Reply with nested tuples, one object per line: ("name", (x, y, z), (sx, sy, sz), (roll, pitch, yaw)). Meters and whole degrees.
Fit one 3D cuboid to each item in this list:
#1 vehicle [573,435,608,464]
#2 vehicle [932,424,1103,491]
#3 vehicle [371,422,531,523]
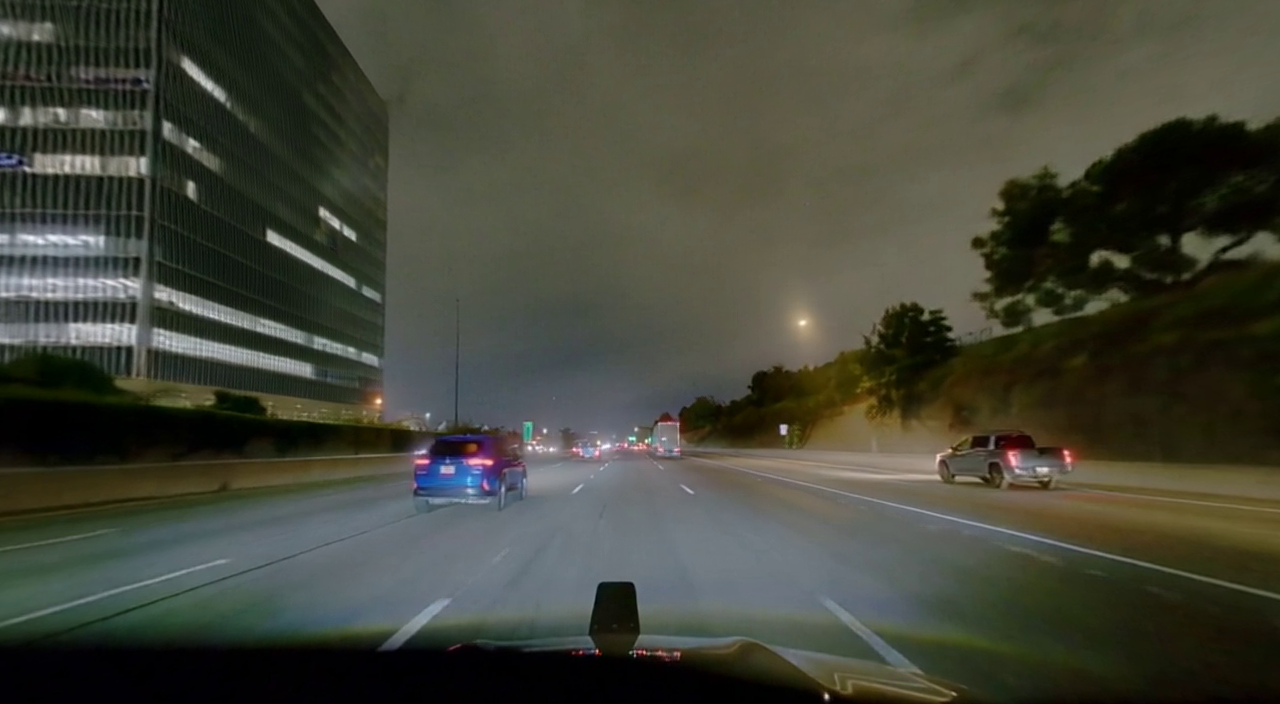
("vehicle", (-3.646, 7.346, 47.720), (2.284, 2.022, 5.752), (0, -9, -1))
("vehicle", (11.444, 3.267, 19.756), (2.089, 1.787, 5.080), (0, -9, -2))
("vehicle", (-3.615, 2.406, 13.054), (2.039, 1.710, 4.237), (0, -9, -1))
